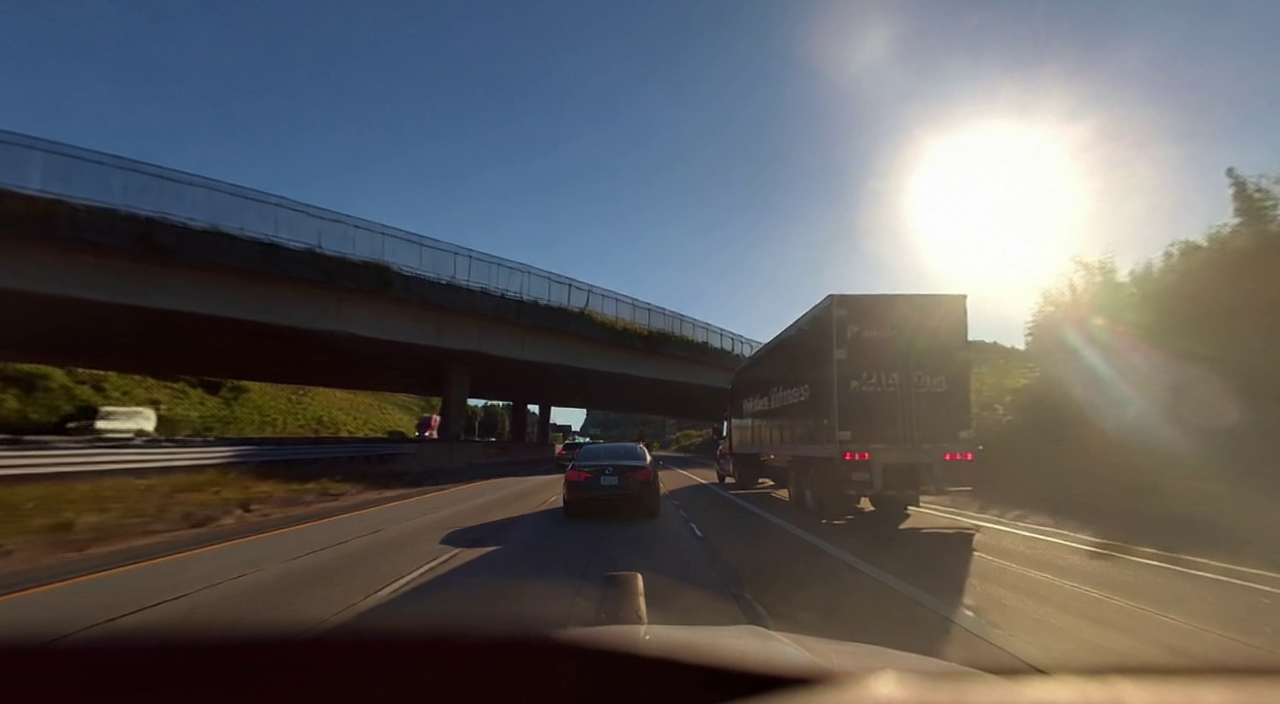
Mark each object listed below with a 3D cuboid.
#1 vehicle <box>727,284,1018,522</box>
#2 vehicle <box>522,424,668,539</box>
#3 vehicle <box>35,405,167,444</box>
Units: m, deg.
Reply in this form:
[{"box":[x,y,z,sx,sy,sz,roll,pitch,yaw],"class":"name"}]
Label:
[{"box":[4.874,1.886,17.712,2.825,4.043,14.051,0,-9,0],"class":"vehicle"},{"box":[-0.647,2.113,10.755,2.038,1.582,3.729,0,-9,0],"class":"vehicle"},{"box":[-22.601,3.141,26.628,1.896,1.456,4.407,0,-9,-4],"class":"vehicle"}]
